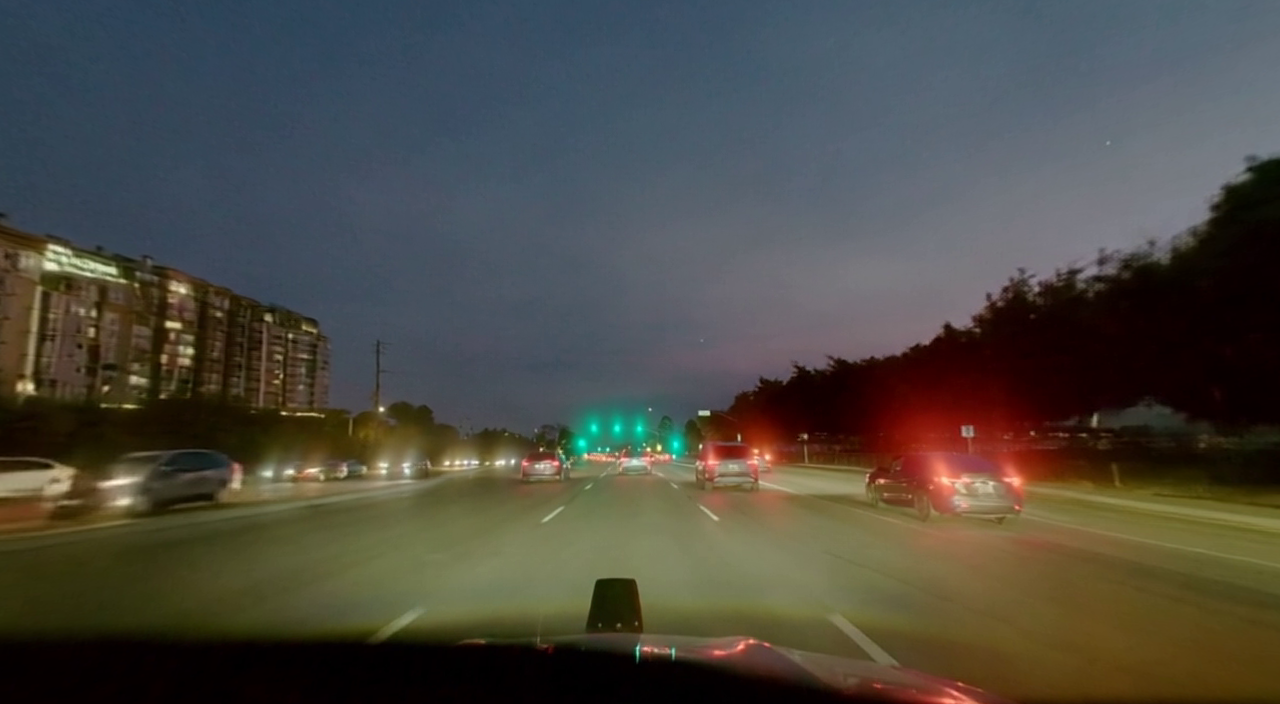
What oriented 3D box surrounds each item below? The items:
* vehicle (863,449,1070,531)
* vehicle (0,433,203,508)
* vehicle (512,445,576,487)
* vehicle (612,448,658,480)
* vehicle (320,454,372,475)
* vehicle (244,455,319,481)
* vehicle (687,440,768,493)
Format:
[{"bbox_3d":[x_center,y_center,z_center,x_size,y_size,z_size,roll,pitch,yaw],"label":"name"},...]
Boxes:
[{"bbox_3d":[6.532,2.767,13.327,1.945,1.408,4.288,0,-9,-2],"label":"vehicle"},{"bbox_3d":[-15.374,3.242,17.827,2.089,1.744,5.500,0,-9,0],"label":"vehicle"},{"bbox_3d":[-4.103,4.930,27.724,2.172,1.671,4.175,0,-9,0],"label":"vehicle"},{"bbox_3d":[-0.319,5.651,32.113,2.155,1.486,4.403,0,-9,-2],"label":"vehicle"},{"bbox_3d":[-22.834,8.713,49.207,1.919,1.462,4.580,0,-9,-1],"label":"vehicle"},{"bbox_3d":[-22.648,7.341,40.137,2.019,1.467,4.808,0,-9,-1],"label":"vehicle"},{"bbox_3d":[3.020,4.051,22.759,2.161,1.716,4.194,0,-9,-2],"label":"vehicle"}]
